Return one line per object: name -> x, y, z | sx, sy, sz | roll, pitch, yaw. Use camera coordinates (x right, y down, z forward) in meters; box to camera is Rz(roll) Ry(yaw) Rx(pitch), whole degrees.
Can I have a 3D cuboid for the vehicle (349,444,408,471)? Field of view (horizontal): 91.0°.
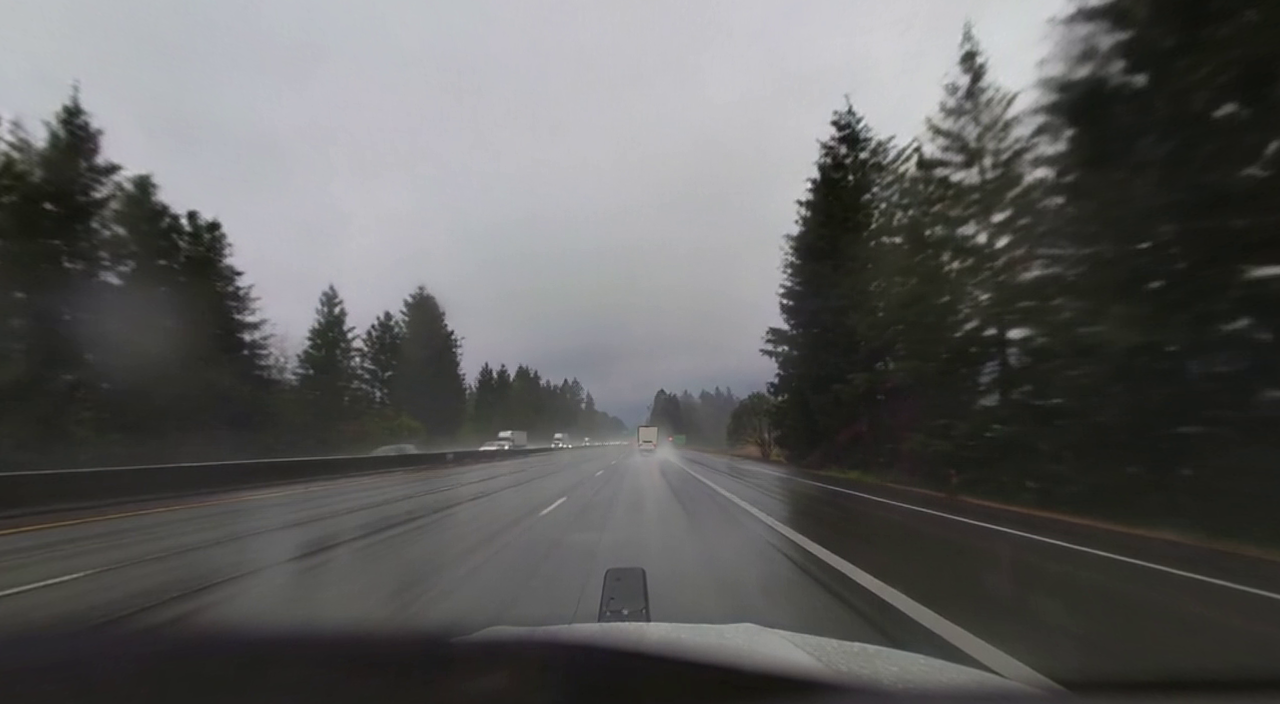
vehicle -> -14.646, 5.908, 35.398 | 1.721, 1.416, 3.633 | 0, -8, 0
